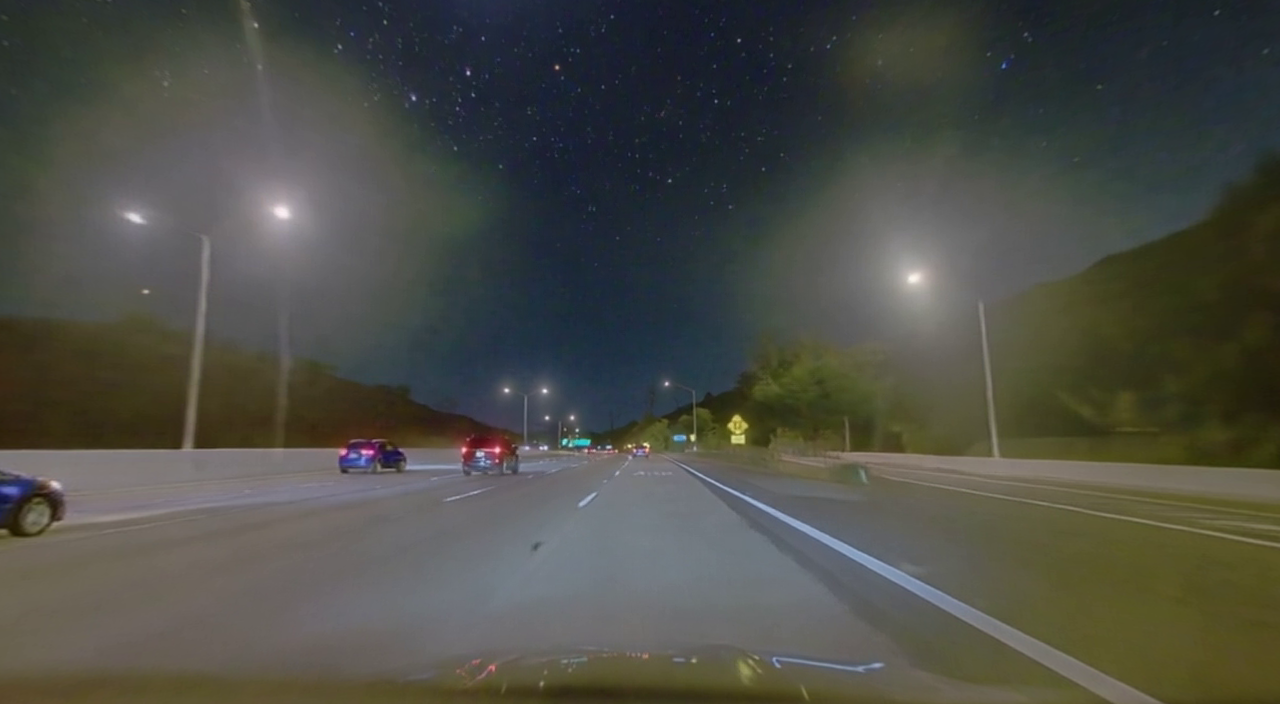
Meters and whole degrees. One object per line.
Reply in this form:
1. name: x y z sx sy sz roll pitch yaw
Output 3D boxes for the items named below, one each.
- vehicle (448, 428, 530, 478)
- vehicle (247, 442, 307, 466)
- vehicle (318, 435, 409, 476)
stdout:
1. vehicle: -6.391 4.369 27.254 2.219 1.947 4.924 0 -9 1
2. vehicle: -24.510 6.900 42.688 1.710 1.505 3.795 0 -9 2
3. vehicle: -13.255 4.998 30.573 2.079 1.822 4.893 0 -9 1
